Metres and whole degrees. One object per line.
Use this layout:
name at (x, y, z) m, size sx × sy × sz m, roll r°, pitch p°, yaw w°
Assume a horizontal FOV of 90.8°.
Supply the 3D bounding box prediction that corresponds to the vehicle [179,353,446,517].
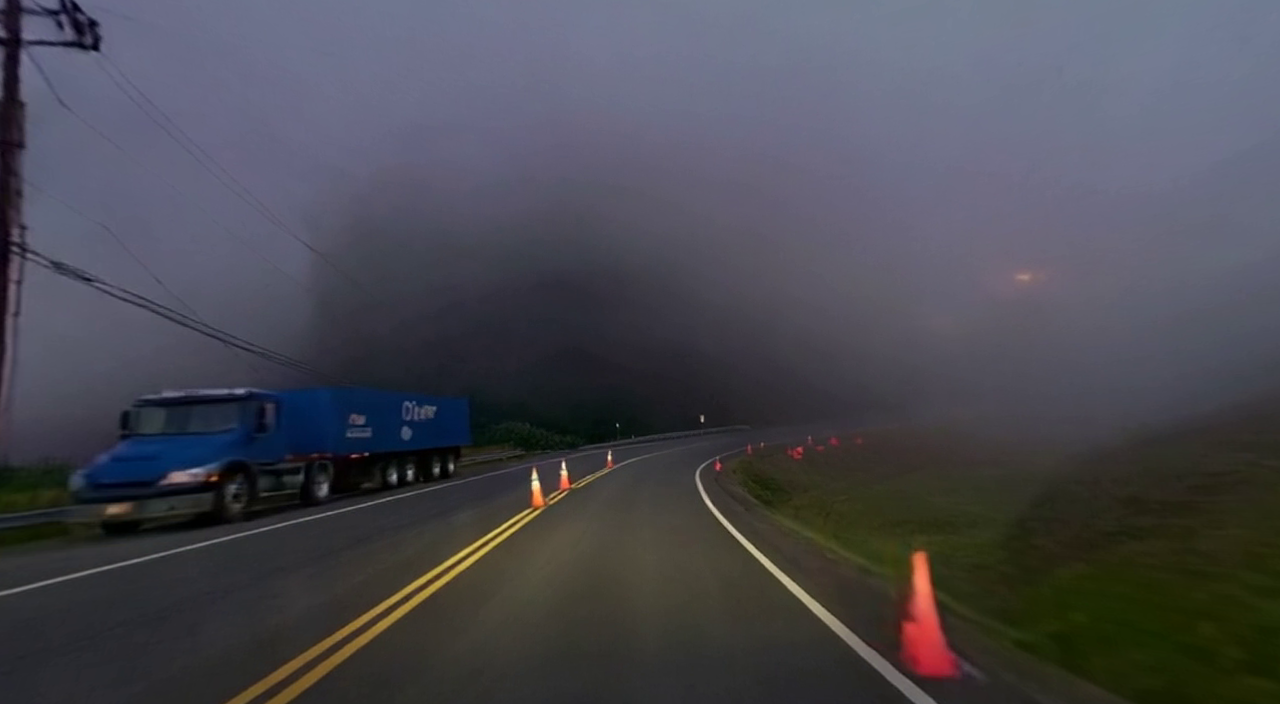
vehicle at (-7.885, 2.149, 16.596) m, size 3.031 × 3.185 × 7.053 m, roll -4°, pitch -7°, yaw 2°
